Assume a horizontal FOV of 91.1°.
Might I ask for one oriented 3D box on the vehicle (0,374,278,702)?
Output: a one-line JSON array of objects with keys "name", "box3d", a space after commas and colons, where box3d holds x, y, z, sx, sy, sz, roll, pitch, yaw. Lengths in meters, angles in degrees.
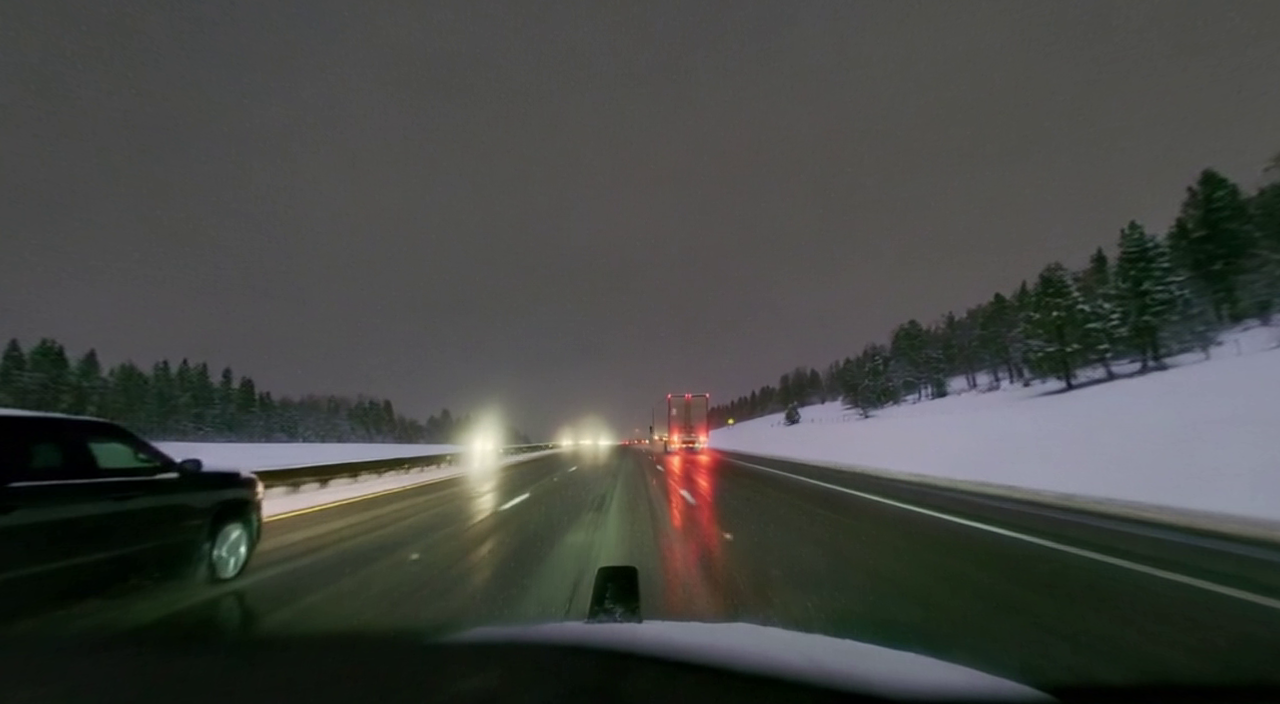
[{"name": "vehicle", "box3d": [-4.188, 0.953, 3.353, 2.044, 1.604, 4.144, 0, -8, 0]}]
